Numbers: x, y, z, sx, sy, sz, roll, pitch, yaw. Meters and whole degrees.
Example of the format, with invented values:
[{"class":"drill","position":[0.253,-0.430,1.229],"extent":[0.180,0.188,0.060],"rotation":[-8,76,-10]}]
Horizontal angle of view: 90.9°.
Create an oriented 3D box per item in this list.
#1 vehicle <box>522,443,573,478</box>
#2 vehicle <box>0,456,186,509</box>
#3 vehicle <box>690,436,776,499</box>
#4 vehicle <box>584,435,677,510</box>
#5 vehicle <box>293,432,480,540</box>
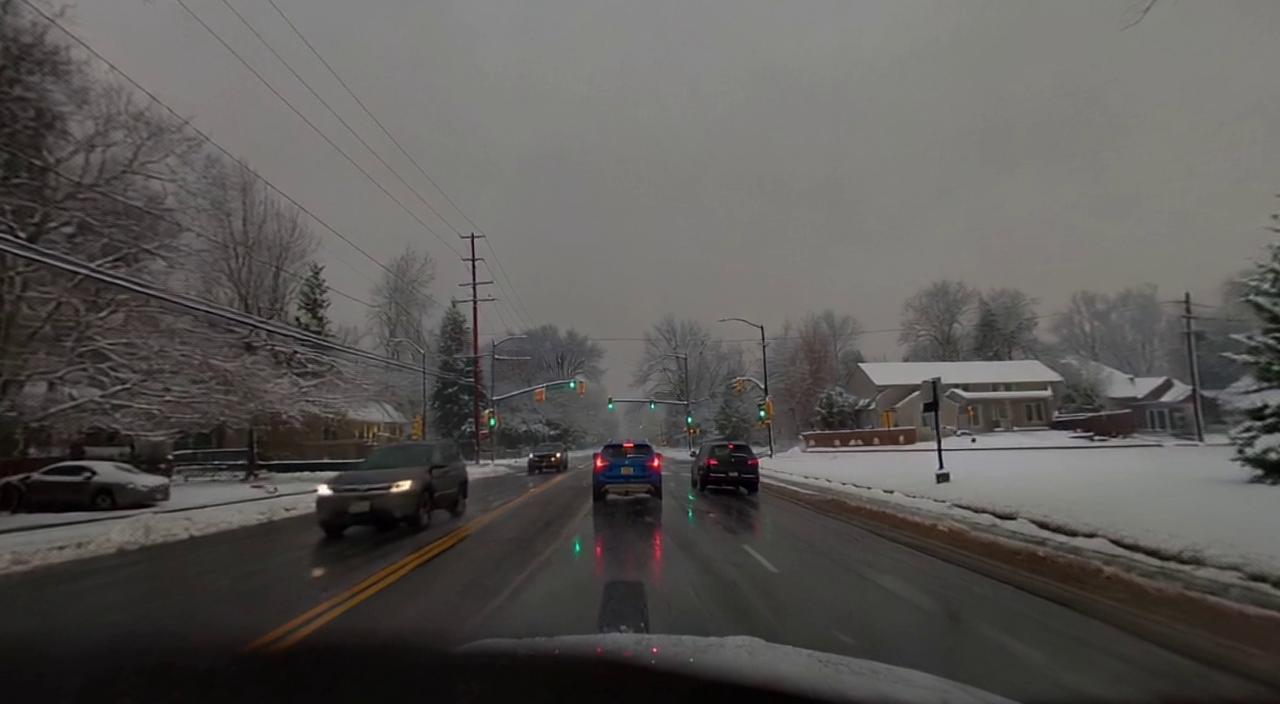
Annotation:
[{"class":"vehicle","position":[-5.274,6.263,36.714],"extent":[2.197,1.882,4.973],"rotation":[0,-8,0]},{"class":"vehicle","position":[-16.523,3.889,18.935],"extent":[4.245,1.446,1.827],"rotation":[0,-8,-2]},{"class":"vehicle","position":[2.798,3.588,19.979],"extent":[1.967,1.756,4.281],"rotation":[0,-8,-1]},{"class":"vehicle","position":[-0.243,3.072,16.586],"extent":[2.151,1.695,4.100],"rotation":[0,-8,-1]},{"class":"vehicle","position":[-4.645,2.477,12.292],"extent":[2.063,1.727,3.923],"rotation":[0,-8,-1]}]
